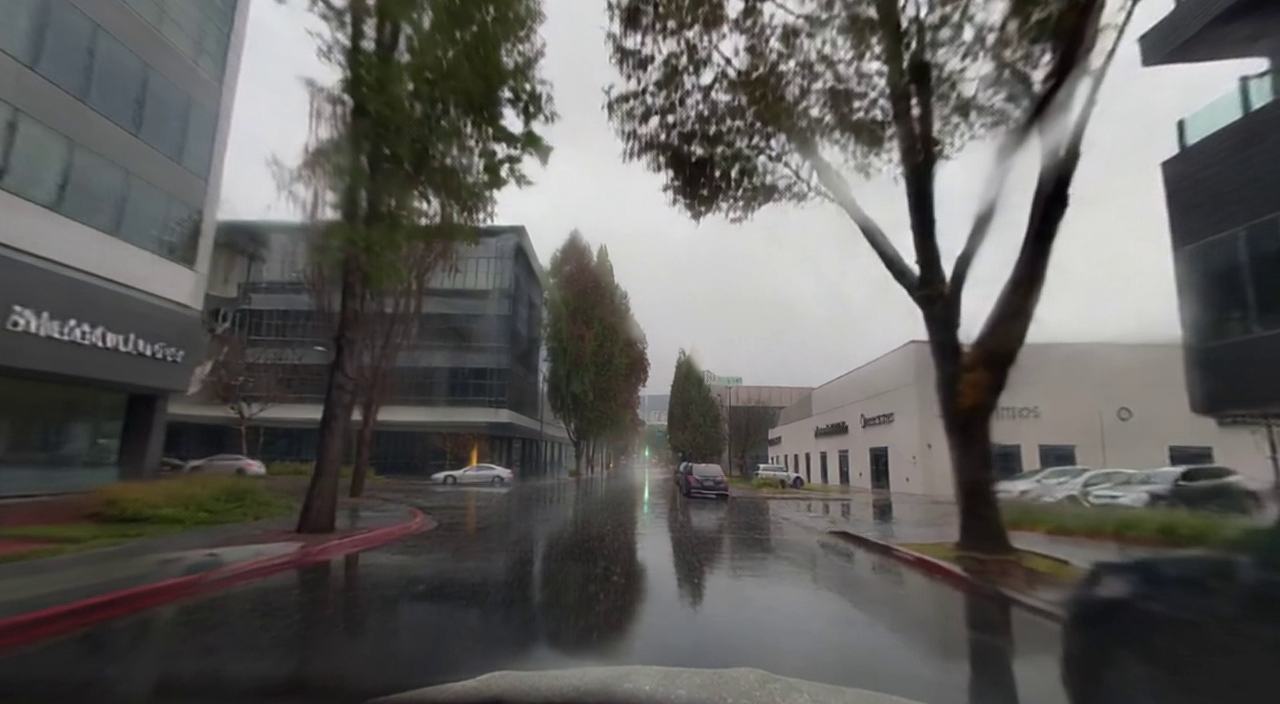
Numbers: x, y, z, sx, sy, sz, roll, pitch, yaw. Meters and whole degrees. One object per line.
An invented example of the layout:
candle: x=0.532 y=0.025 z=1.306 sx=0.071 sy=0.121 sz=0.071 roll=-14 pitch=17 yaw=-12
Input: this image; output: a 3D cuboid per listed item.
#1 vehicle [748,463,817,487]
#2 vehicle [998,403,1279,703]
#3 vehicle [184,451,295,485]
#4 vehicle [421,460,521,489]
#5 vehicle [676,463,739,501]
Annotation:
vehicle: x=10.790 y=9.369 z=47.903 sx=4.782 sy=1.698 sz=1.882 roll=1 pitch=-11 yaw=-2
vehicle: x=2.826 y=0.855 z=0.969 sx=1.962 sy=1.627 sz=4.371 roll=2 pitch=-10 yaw=0
vehicle: x=-19.963 y=5.834 z=31.534 sx=4.118 sy=1.482 sz=1.889 roll=2 pitch=-12 yaw=0
vehicle: x=-9.107 y=6.657 z=34.234 sx=4.770 sy=1.448 sz=1.983 roll=9 pitch=-14 yaw=-38
vehicle: x=2.710 y=5.395 z=26.316 sx=2.073 sy=1.434 sz=3.899 roll=1 pitch=-11 yaw=-2
